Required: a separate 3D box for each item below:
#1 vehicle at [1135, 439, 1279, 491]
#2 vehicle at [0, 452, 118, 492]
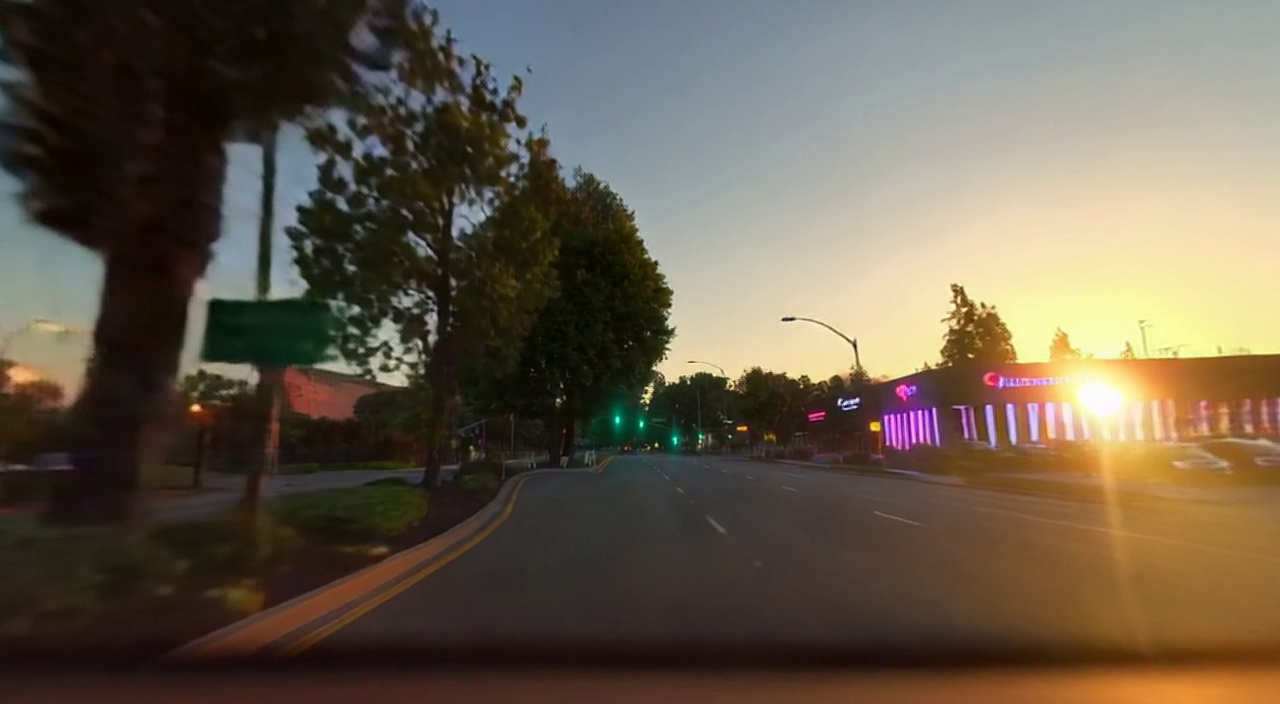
[{"bbox_3d":[19.579,3.703,20.949,1.869,1.481,4.459,1,-9,-25],"label":"vehicle"},{"bbox_3d":[-27.134,5.414,28.753,4.731,1.677,1.999,4,-10,-28],"label":"vehicle"}]
